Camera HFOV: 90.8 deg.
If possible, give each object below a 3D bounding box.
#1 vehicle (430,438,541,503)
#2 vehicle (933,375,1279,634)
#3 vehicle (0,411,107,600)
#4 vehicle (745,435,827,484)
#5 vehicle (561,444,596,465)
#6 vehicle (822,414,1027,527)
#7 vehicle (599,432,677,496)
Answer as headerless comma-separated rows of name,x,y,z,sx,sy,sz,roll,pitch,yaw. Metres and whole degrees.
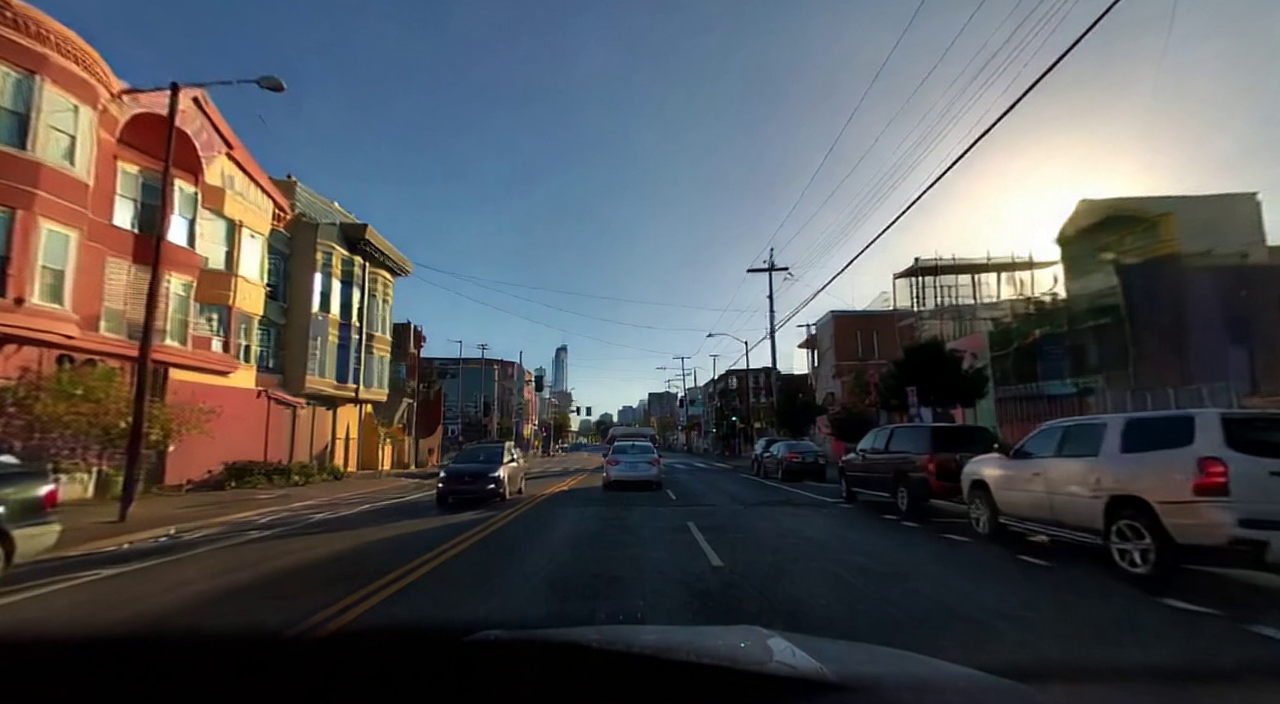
vehicle,-4.055,3.176,17.373,1.968,1.524,4.304,0,-8,-1
vehicle,6.198,1.633,7.821,2.203,2.052,5.975,0,-8,-1
vehicle,-7.359,1.314,4.759,2.095,1.847,5.290,0,-8,-1
vehicle,6.235,4.672,27.799,2.197,1.917,5.637,0,-8,0
vehicle,-4.576,7.670,47.596,2.181,1.500,4.319,0,-8,0
vehicle,6.151,2.633,14.685,2.208,2.106,5.496,0,-9,0
vehicle,-0.050,3.164,18.162,1.980,1.635,3.795,0,-8,0
